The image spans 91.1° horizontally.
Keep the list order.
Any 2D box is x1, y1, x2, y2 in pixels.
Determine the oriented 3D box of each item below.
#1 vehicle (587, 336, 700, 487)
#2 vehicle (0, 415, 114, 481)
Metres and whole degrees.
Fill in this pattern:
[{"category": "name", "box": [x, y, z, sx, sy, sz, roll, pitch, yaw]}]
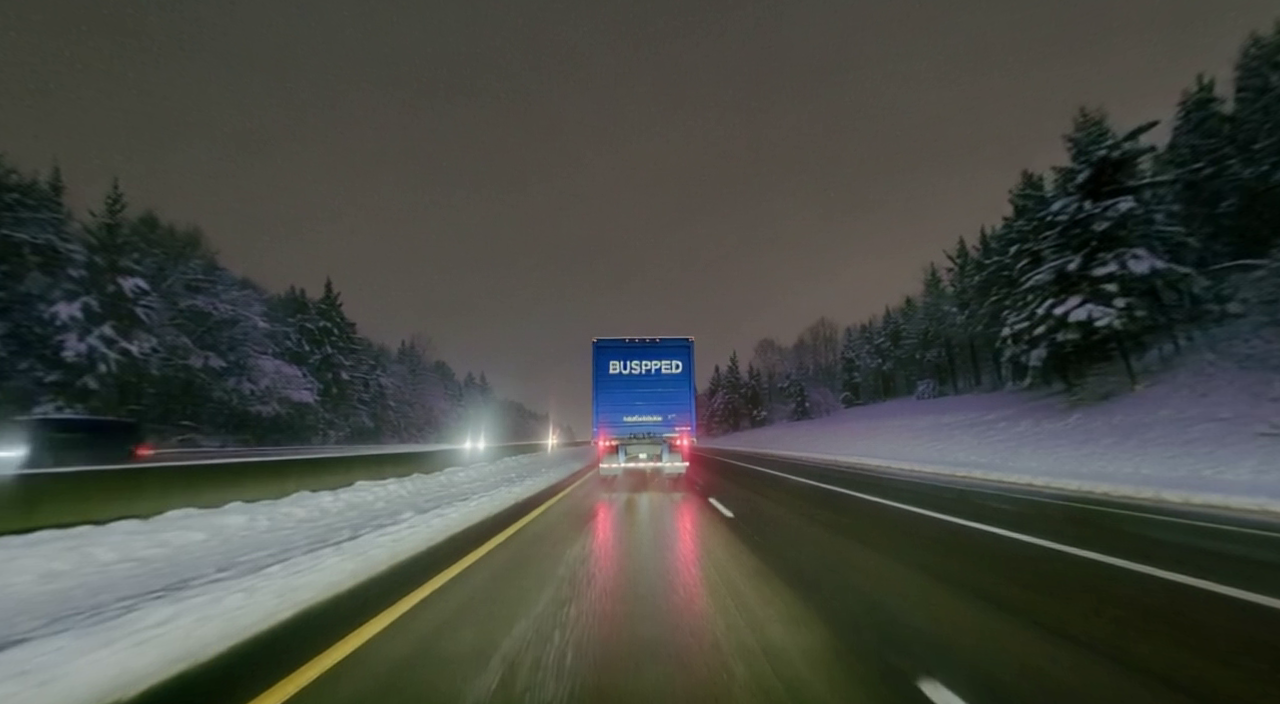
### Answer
[{"category": "vehicle", "box": [0.082, 2.095, 20.649, 2.870, 3.911, 8.697, 0, -8, 0]}, {"category": "vehicle", "box": [-15.710, 2.355, 15.588, 1.795, 1.517, 4.019, 0, -8, 0]}]
